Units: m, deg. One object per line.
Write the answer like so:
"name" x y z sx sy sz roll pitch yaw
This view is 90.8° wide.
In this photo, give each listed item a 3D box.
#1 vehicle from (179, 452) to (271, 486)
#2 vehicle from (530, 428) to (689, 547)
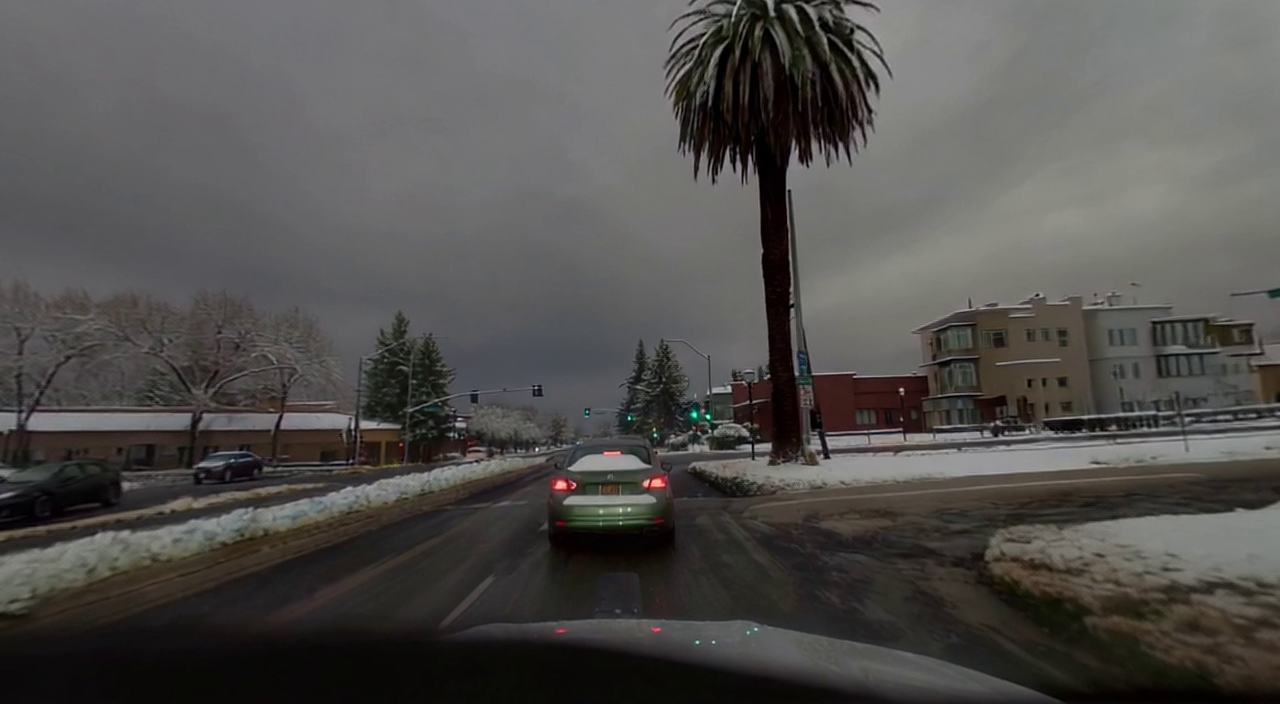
"vehicle" -23.188 6.511 35.564 1.990 1.752 4.673 0 -9 -1
"vehicle" -0.427 2.060 10.191 2.060 1.526 3.859 0 -9 -1
